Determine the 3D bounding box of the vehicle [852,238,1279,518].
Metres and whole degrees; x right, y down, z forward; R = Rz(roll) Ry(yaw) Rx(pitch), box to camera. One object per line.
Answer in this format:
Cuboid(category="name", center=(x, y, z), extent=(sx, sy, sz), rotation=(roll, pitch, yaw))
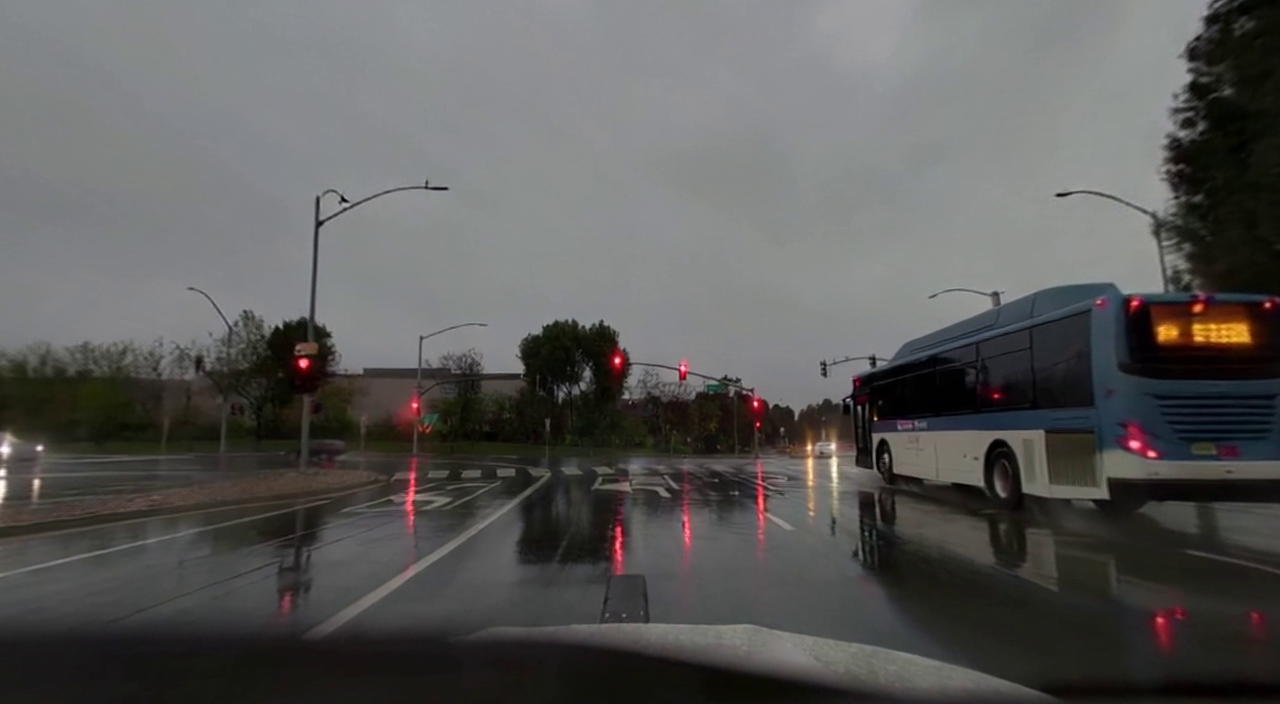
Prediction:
Cuboid(category="vehicle", center=(8.711, 1.291, 15.662), extent=(2.916, 4.009, 13.397), rotation=(-1, -8, 3))
